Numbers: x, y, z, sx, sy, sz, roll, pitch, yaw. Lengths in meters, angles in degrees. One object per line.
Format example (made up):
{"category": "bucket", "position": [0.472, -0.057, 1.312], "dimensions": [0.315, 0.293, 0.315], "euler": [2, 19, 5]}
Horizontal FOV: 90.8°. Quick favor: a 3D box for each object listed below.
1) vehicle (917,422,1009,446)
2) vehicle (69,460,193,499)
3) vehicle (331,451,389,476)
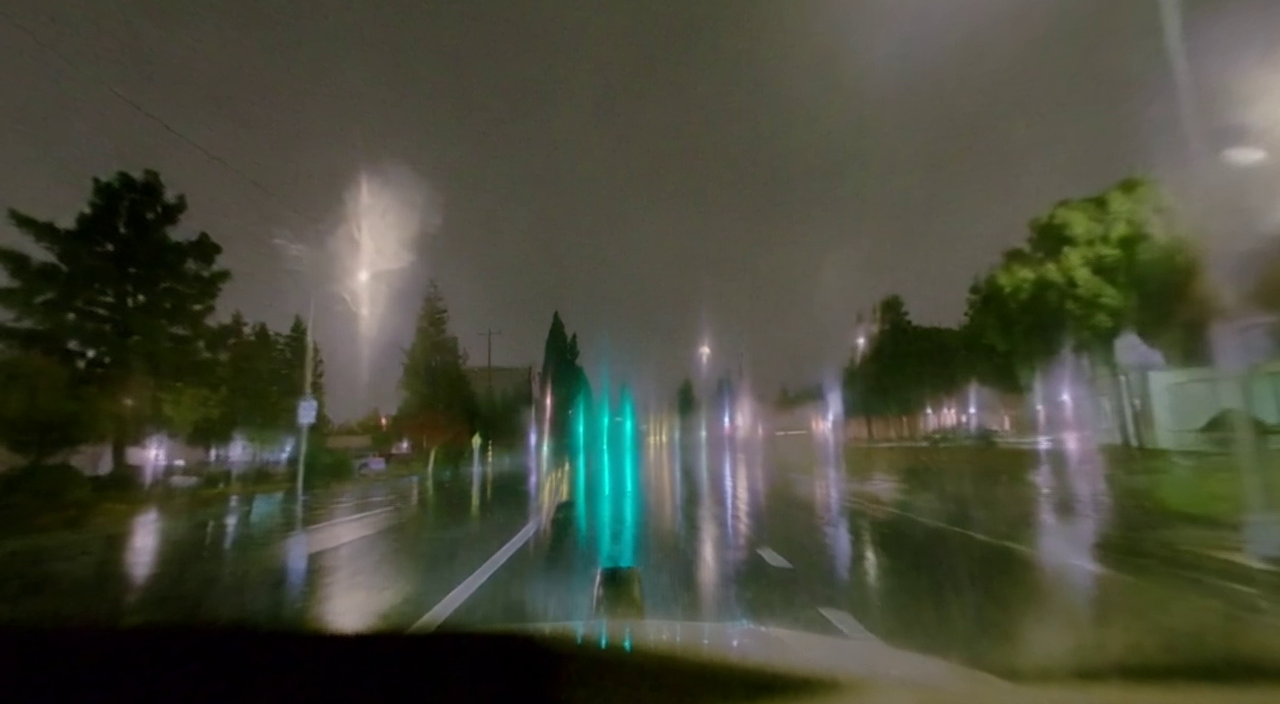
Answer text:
{"category": "vehicle", "position": [19.777, 5.039, 38.809], "dimensions": [4.621, 1.393, 1.824], "euler": [-1, -9, 3]}
{"category": "vehicle", "position": [-23.682, 5.915, 29.646], "dimensions": [2.067, 1.644, 4.216], "euler": [0, -9, 4]}
{"category": "vehicle", "position": [-21.343, 8.505, 48.381], "dimensions": [2.030, 1.759, 4.949], "euler": [-1, -8, 2]}
